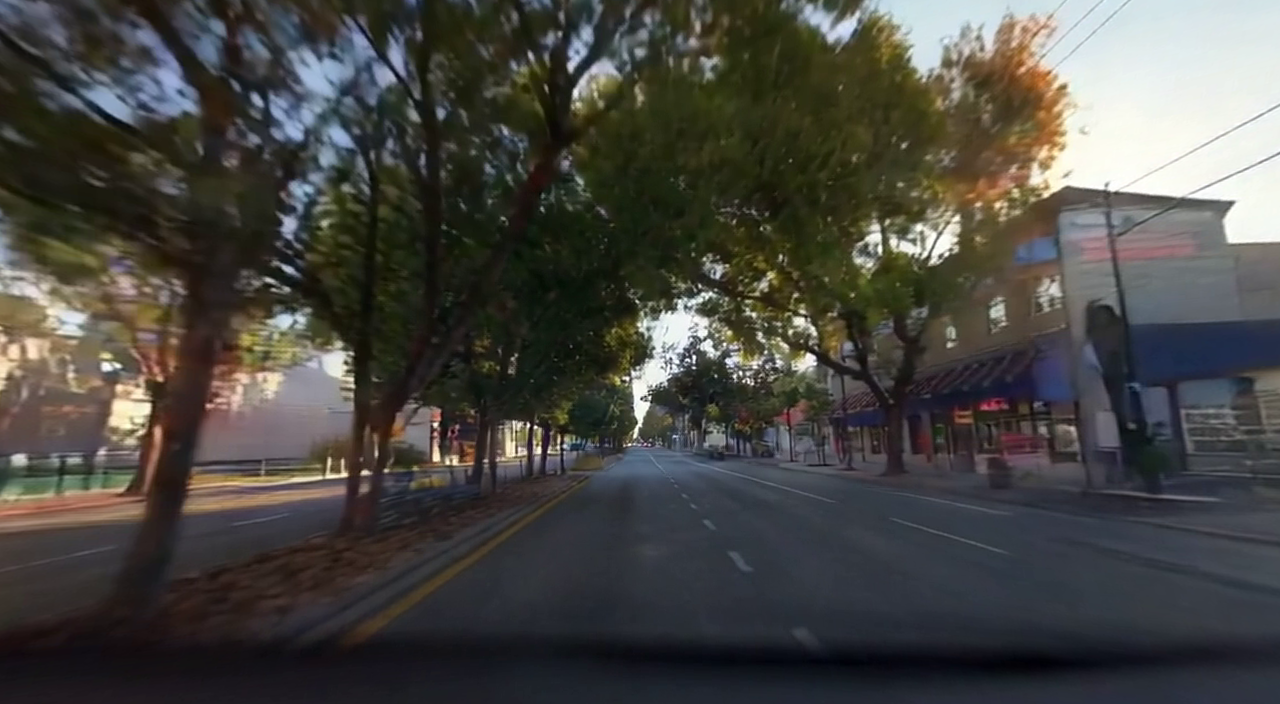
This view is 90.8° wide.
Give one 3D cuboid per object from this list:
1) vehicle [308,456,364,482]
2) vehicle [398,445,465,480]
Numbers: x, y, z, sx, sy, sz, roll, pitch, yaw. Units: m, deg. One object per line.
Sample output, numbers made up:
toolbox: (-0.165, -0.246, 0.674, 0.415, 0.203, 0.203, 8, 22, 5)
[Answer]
vehicle: (-19.803, 7.623, 41.302, 1.855, 1.498, 3.587, 0, -8, 1)
vehicle: (-12.477, 6.631, 38.266, 2.139, 1.931, 5.419, 0, -8, 1)
